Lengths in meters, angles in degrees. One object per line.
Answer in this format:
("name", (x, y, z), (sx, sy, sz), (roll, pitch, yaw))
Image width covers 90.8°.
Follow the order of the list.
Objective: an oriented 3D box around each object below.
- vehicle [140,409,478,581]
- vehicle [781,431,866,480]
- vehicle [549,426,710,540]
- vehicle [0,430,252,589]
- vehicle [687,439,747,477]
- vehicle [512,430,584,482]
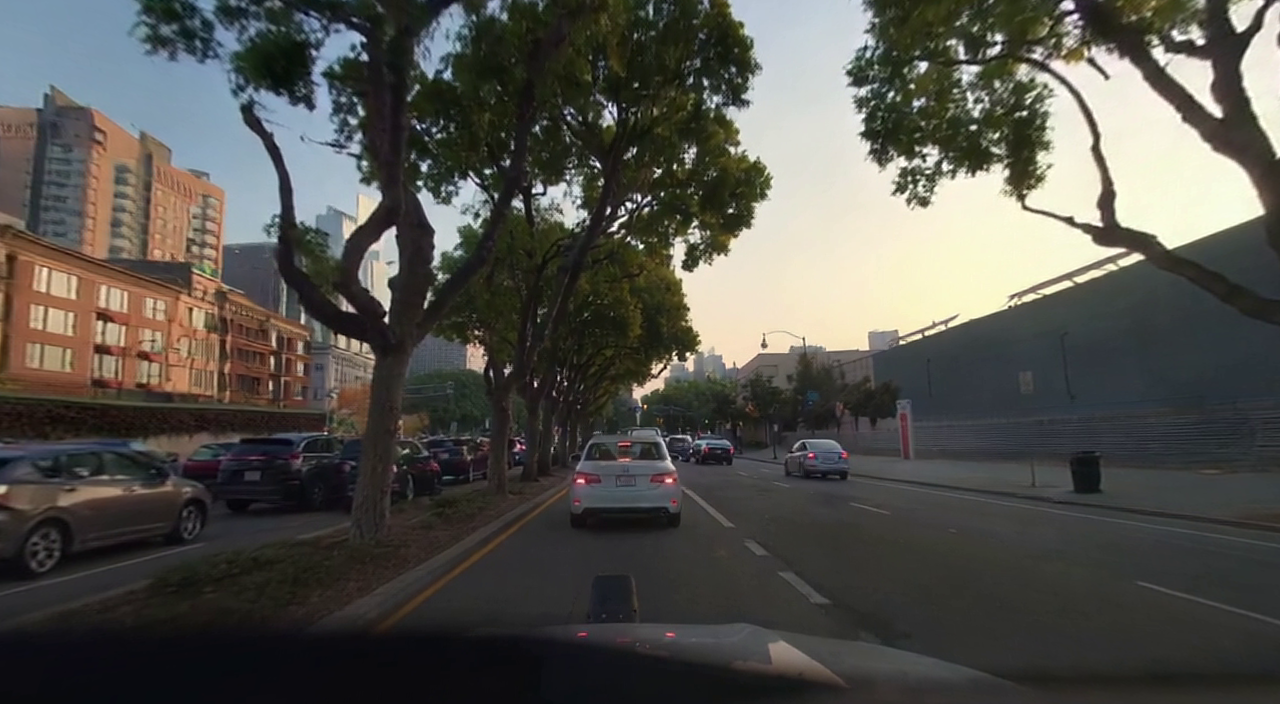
("vehicle", (-3.734, 1.703, 8.279), (2.009, 1.619, 4.376), (-1, -9, 1))
("vehicle", (6.807, 3.900, 23.946), (1.889, 1.681, 4.120), (0, -9, -1))
("vehicle", (-0.179, 2.090, 10.683), (2.161, 1.501, 4.184), (0, -9, -1))
("vehicle", (-6.939, 1.775, 7.782), (1.748, 1.485, 4.090), (0, -9, -1))
("vehicle", (3.160, 4.471, 26.820), (1.905, 1.473, 4.183), (0, -9, -2))
("vehicle", (-3.518, 4.113, 25.146), (2.154, 1.801, 5.015), (0, -9, 0))
